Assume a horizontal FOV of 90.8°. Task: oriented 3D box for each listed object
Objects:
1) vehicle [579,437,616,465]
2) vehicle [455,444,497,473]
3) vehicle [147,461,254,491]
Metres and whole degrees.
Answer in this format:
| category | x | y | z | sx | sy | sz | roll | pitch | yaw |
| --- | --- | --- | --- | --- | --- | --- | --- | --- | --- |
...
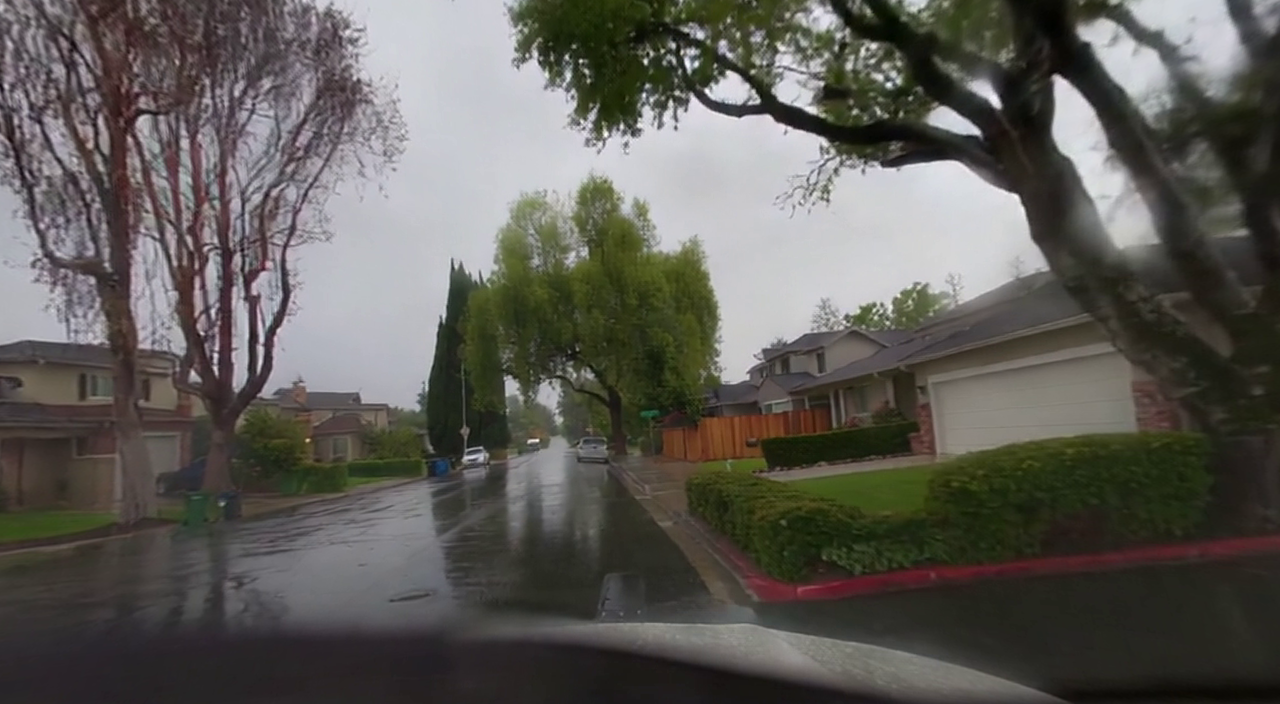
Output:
| category | x | y | z | sx | sy | sz | roll | pitch | yaw |
| --- | --- | --- | --- | --- | --- | --- | --- | --- | --- |
| vehicle | -2.572 | 5.900 | 37.514 | 2.005 | 1.553 | 3.984 | 1 | -9 | -6 |
| vehicle | -12.009 | 7.805 | 46.628 | 2.208 | 1.834 | 4.675 | -3 | -8 | -5 |
| vehicle | -24.082 | 6.787 | 34.760 | 4.404 | 1.495 | 1.844 | 0 | -8 | -3 |
